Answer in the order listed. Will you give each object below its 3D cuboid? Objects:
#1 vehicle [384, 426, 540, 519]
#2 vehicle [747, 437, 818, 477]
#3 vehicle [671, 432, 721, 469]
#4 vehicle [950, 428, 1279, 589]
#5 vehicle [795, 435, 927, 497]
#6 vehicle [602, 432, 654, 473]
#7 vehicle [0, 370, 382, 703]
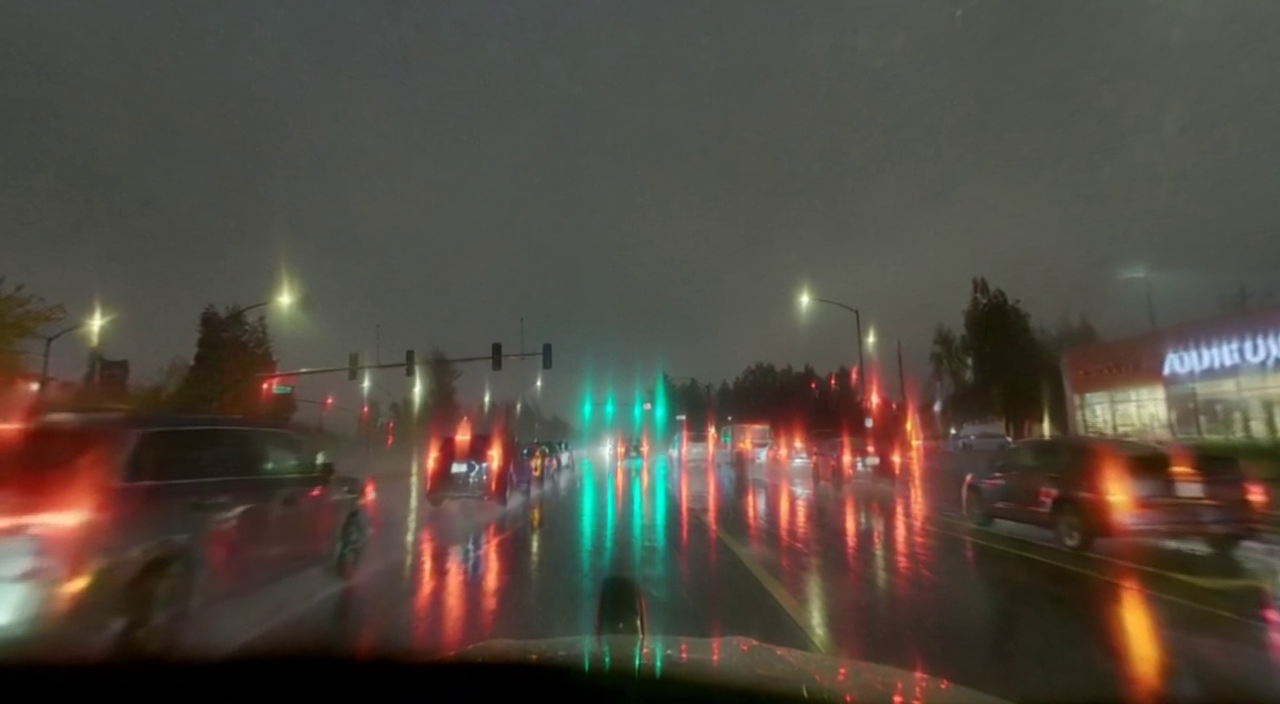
[{"bbox_3d":[-3.507,2.454,13.428,2.063,1.625,4.290,0,-8,0],"label":"vehicle"},{"bbox_3d":[5.940,4.437,26.903,1.884,1.522,4.557,0,-8,-1],"label":"vehicle"},{"bbox_3d":[2.785,5.059,32.533,2.018,1.779,4.338,0,-8,-2],"label":"vehicle"},{"bbox_3d":[6.103,1.761,8.073,2.017,1.453,4.497,0,-8,1],"label":"vehicle"},{"bbox_3d":[6.033,3.164,17.968,1.969,1.502,4.663,0,-8,-1],"label":"vehicle"},{"bbox_3d":[-0.547,4.691,29.569,2.261,1.741,4.255,0,-8,-1],"label":"vehicle"},{"bbox_3d":[-3.609,1.154,4.367,1.934,1.624,3.964,0,-8,0],"label":"vehicle"}]
